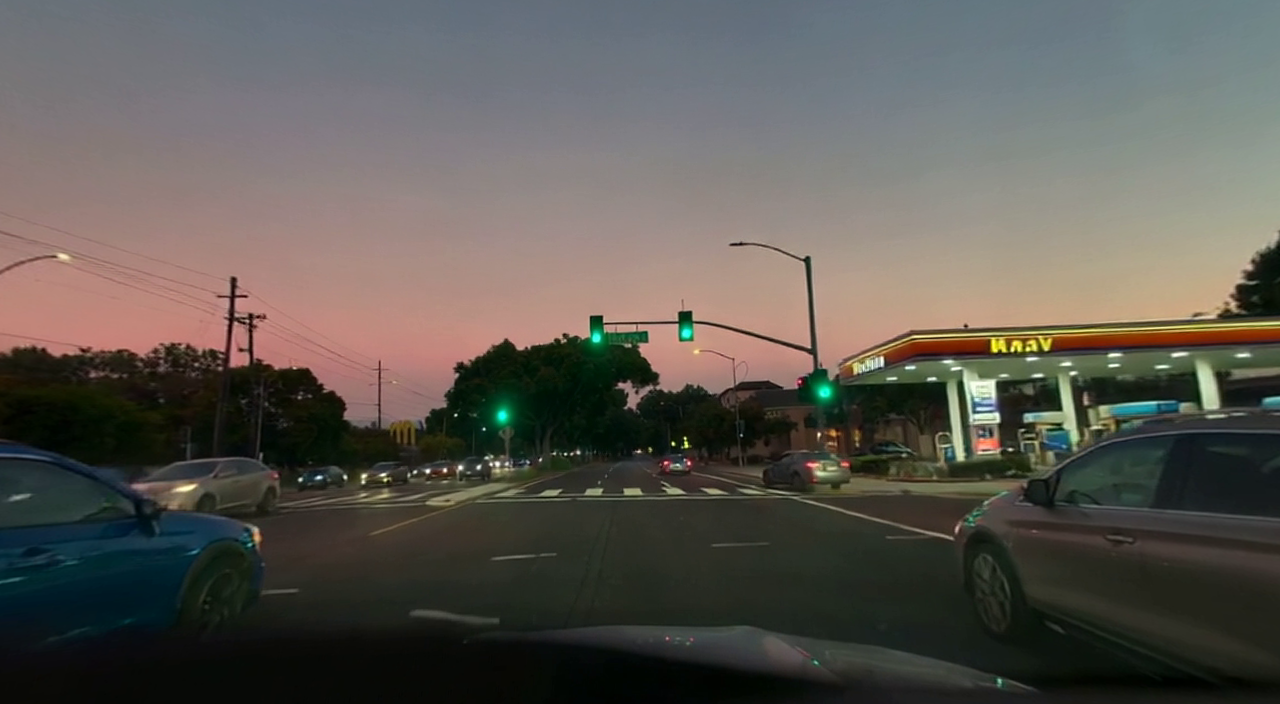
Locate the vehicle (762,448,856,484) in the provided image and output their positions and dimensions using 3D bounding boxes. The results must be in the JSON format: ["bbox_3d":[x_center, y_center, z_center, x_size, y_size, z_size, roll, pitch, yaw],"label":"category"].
[{"bbox_3d":[8.656,5.835,32.680,2.066,1.699,4.419,5,-10,-32],"label":"vehicle"}]

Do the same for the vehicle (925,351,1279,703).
[{"bbox_3d":[3.306,0.888,2.627,2.085,1.655,4.459,0,-9,-1],"label":"vehicle"}]

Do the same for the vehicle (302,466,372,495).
[{"bbox_3d":[-18.378,7.806,38.593,2.083,1.466,4.565,0,-9,-1],"label":"vehicle"}]

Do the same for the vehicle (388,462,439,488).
[{"bbox_3d":[-15.004,8.167,42.079,1.751,1.484,4.561,0,-9,-1],"label":"vehicle"}]

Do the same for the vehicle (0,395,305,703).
[{"bbox_3d":[-3.711,1.069,3.118,1.935,1.617,4.045,0,-9,-1],"label":"vehicle"}]
